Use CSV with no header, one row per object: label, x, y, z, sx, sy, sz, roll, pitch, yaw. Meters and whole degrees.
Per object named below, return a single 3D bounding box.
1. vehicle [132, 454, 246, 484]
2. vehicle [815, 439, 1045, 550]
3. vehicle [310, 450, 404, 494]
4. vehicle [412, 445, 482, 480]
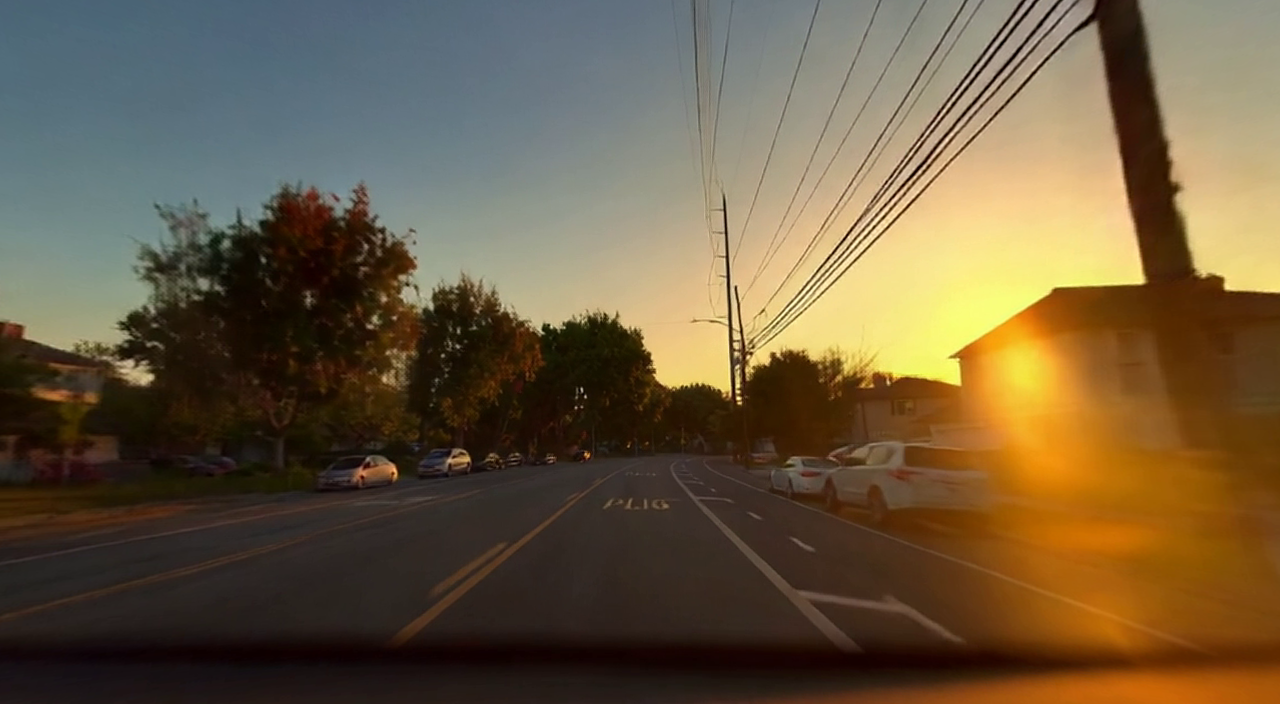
vehicle,-23.193,6.012,32.513,4.326,1.468,2.025,0,-9,1
vehicle,5.149,2.565,12.221,2.009,1.649,5.156,0,-9,0
vehicle,-12.029,5.120,27.127,1.907,1.612,4.594,-3,-10,0
vehicle,-11.543,6.665,38.196,2.225,1.887,5.672,-3,-9,3
